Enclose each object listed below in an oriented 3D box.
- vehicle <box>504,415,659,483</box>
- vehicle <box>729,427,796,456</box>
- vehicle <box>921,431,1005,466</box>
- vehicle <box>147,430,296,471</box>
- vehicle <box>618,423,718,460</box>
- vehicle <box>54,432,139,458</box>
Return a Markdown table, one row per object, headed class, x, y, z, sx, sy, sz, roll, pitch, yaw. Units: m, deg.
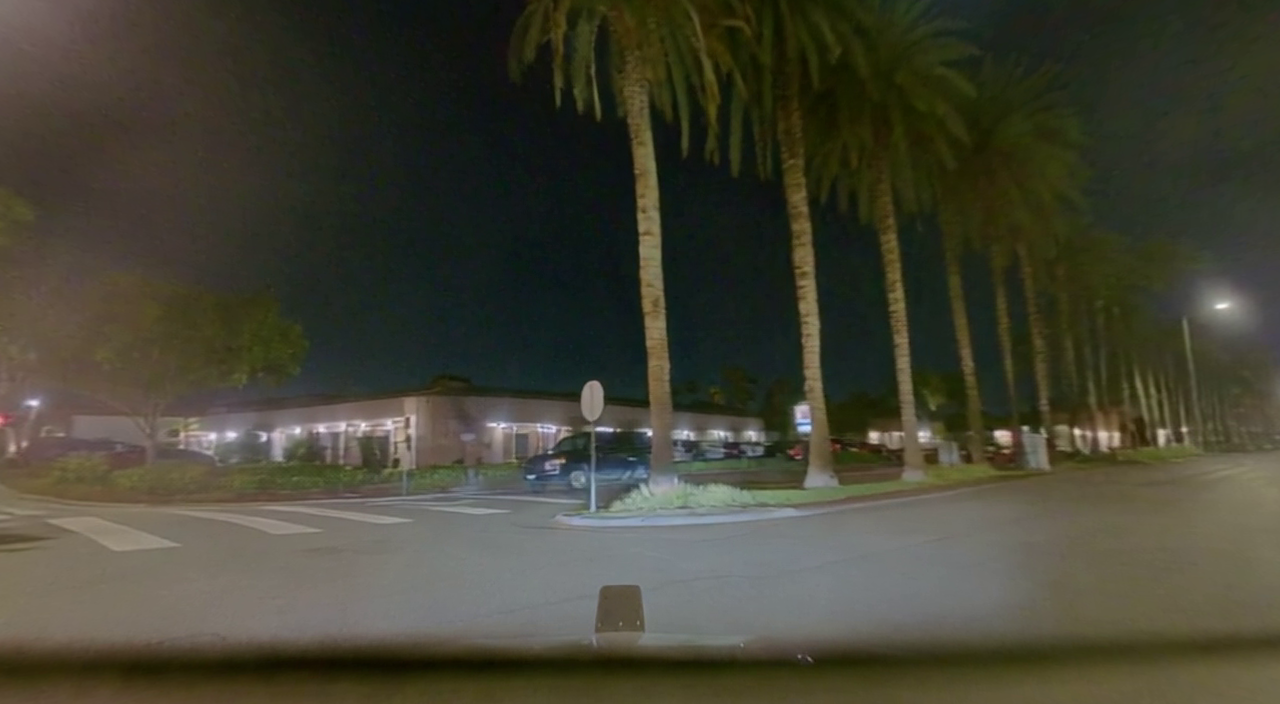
| class | x | y | z | sx | sy | sz | roll | pitch | yaw |
| --- | --- | --- | --- | --- | --- | --- | --- | --- | --- |
| vehicle | -1.712 | 3.048 | 19.918 | 2.174 | 1.863 | 4.651 | -7 | -11 | 40 |
| vehicle | 8.126 | 5.981 | 42.130 | 3.928 | 1.784 | 1.895 | -8 | -12 | 41 |
| vehicle | 17.079 | 5.066 | 33.463 | 3.635 | 1.521 | 1.726 | -3 | -6 | 39 |
| vehicle | -17.228 | 4.083 | 26.231 | 1.919 | 1.502 | 4.695 | -7 | -11 | 38 |
| vehicle | 1.410 | 4.840 | 33.939 | 5.193 | 1.830 | 2.049 | -7 | -11 | 40 |
| vehicle | -42.367 | 7.246 | 49.307 | 4.998 | 1.924 | 2.262 | -2 | -9 | 11 |
